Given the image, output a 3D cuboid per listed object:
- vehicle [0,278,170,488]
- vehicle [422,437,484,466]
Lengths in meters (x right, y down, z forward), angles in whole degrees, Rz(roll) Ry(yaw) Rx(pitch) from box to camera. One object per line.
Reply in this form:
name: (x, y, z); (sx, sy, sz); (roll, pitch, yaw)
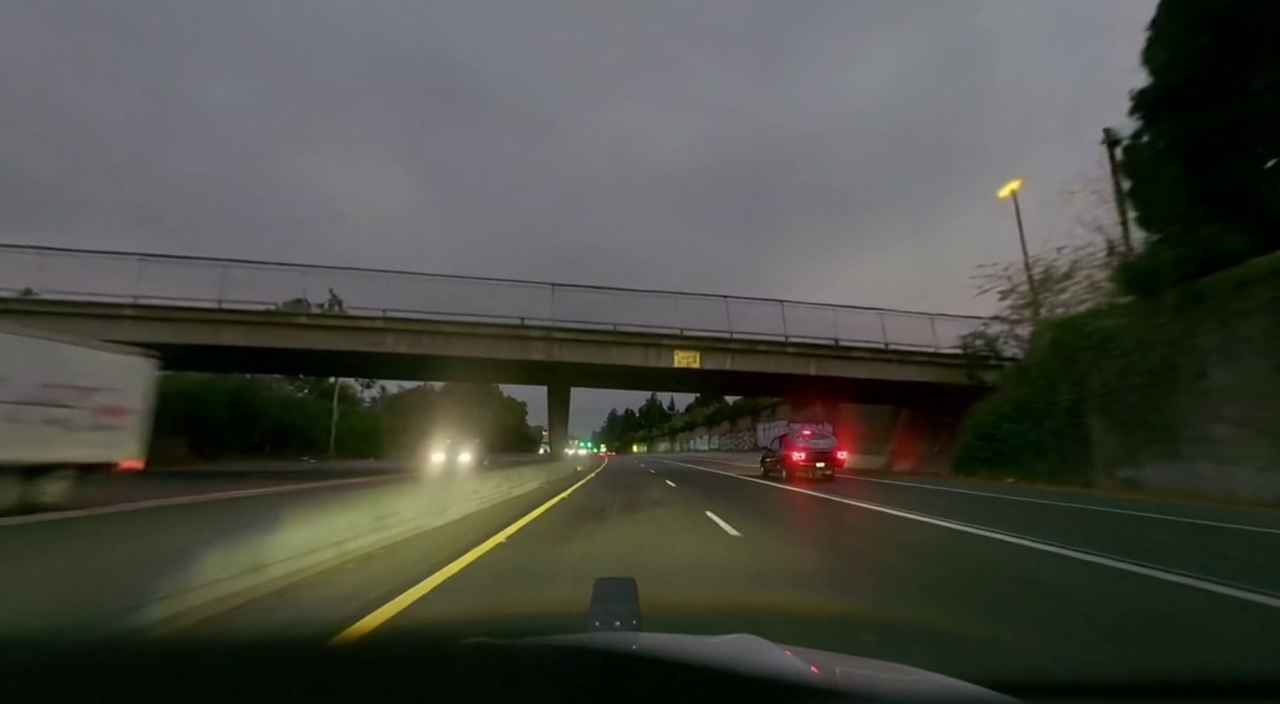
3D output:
vehicle: (-13.798, 0.187, 9.381); (3.020, 3.998, 14.022); (0, -9, -2)
vehicle: (-10.028, 5.393, 34.003); (2.164, 1.479, 4.067); (0, -9, -1)
